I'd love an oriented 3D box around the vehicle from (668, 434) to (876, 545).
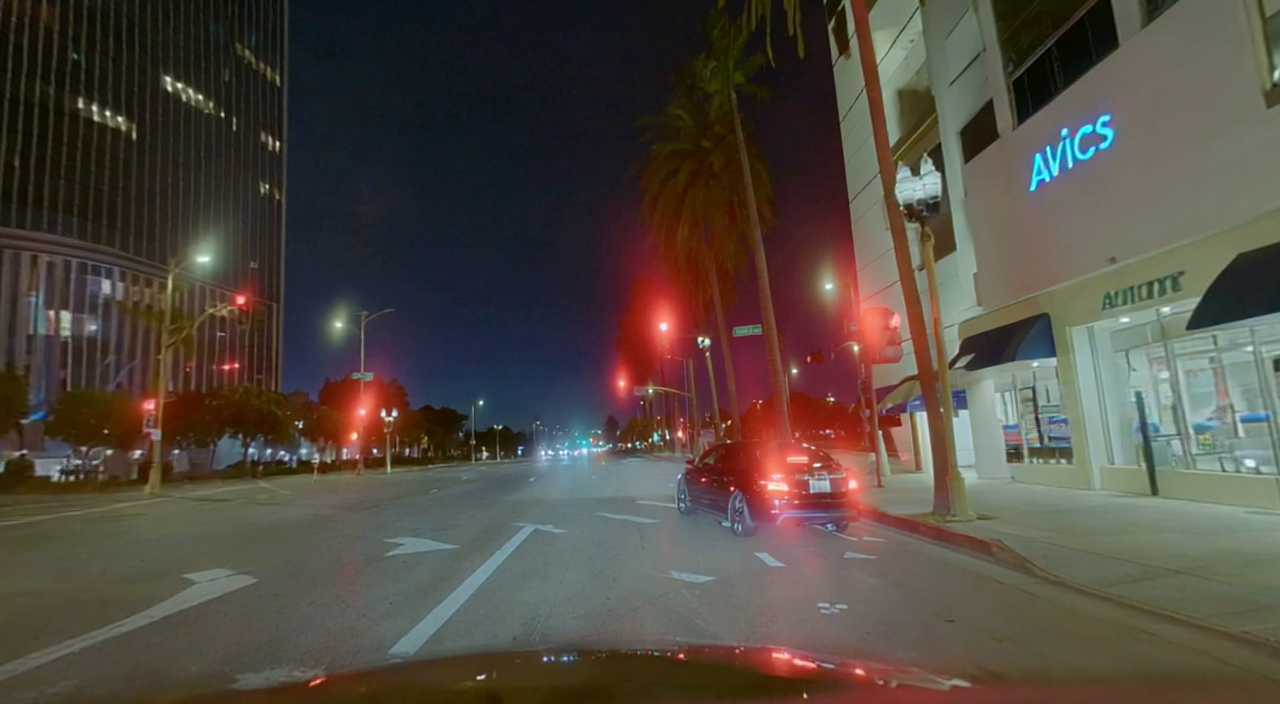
[{"bbox_3d":[1.919,2.205,10.976,2.090,1.466,4.676,1,-8,-7],"label":"vehicle"}]
